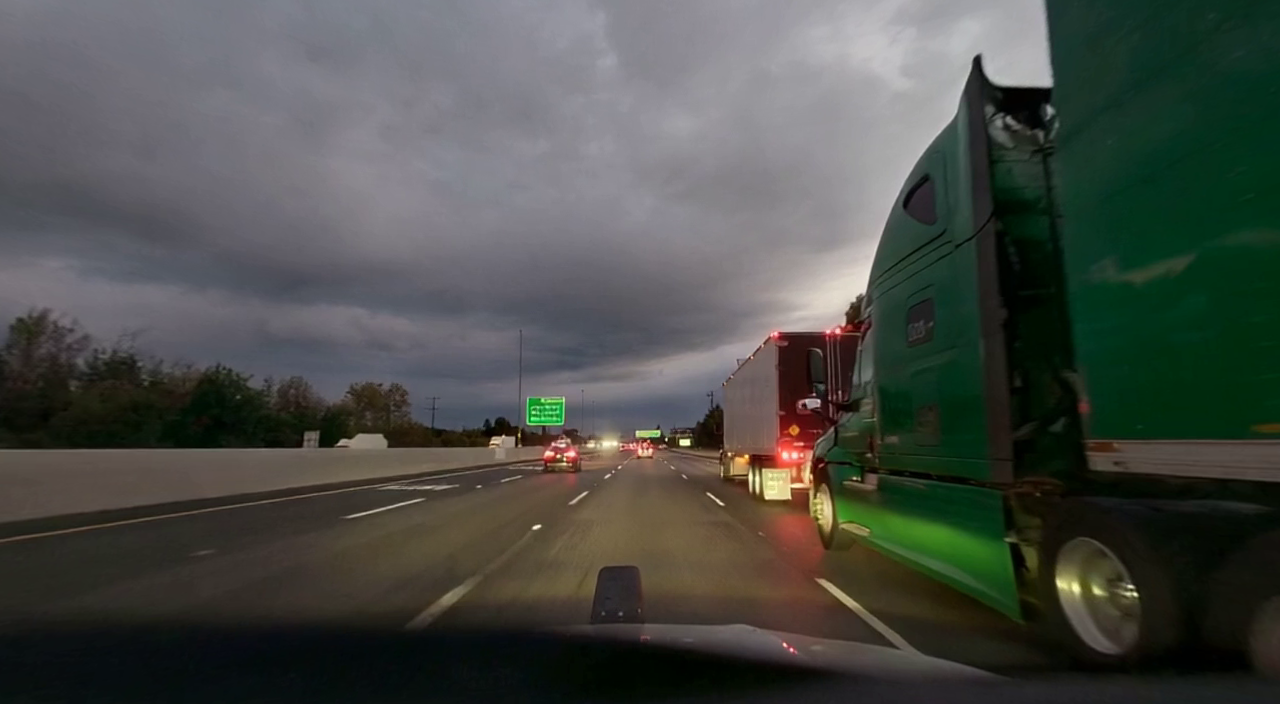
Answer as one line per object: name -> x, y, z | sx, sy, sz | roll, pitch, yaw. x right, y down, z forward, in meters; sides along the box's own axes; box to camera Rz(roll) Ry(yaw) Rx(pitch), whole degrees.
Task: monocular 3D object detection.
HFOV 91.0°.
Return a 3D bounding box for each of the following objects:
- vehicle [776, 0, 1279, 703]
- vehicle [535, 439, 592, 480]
vehicle -> 3.817, -0.150, 3.119 | 2.906, 4.117, 15.806 | 0, -9, 0
vehicle -> -3.326, 4.783, 28.226 | 2.000, 1.658, 4.155 | 0, -9, 1
